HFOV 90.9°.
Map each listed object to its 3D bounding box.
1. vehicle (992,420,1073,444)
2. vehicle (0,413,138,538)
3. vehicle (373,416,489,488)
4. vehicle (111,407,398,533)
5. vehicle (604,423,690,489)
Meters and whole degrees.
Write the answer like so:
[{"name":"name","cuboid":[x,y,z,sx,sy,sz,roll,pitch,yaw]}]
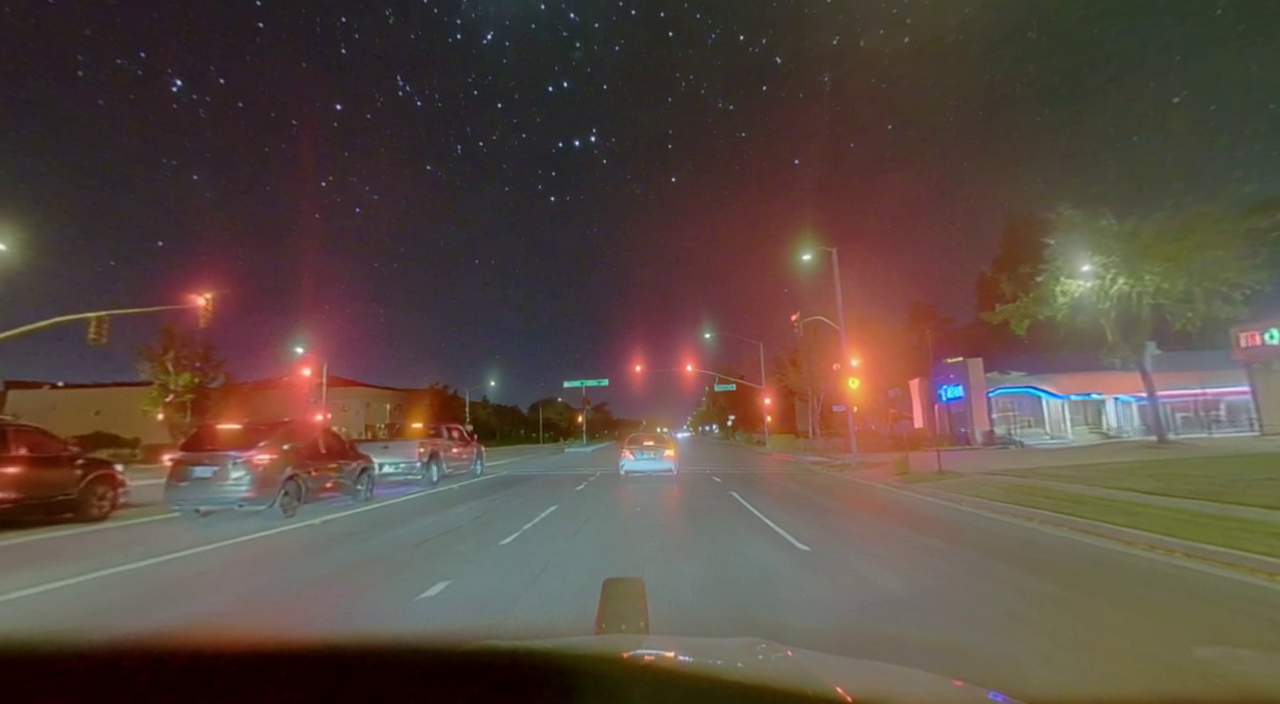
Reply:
[{"name":"vehicle","cuboid":[25.835,5.301,41.660,1.514,1.408,4.232,-1,-6,-28]},{"name":"vehicle","cuboid":[-10.377,1.824,9.371,2.051,1.801,4.370,0,-8,2]},{"name":"vehicle","cuboid":[-6.594,3.237,20.655,2.316,2.014,5.215,-1,-8,-3]},{"name":"vehicle","cuboid":[-6.737,2.113,11.935,2.111,1.864,4.932,0,-8,3]},{"name":"vehicle","cuboid":[0.245,2.925,17.994,2.197,1.682,3.642,0,-8,2]}]
